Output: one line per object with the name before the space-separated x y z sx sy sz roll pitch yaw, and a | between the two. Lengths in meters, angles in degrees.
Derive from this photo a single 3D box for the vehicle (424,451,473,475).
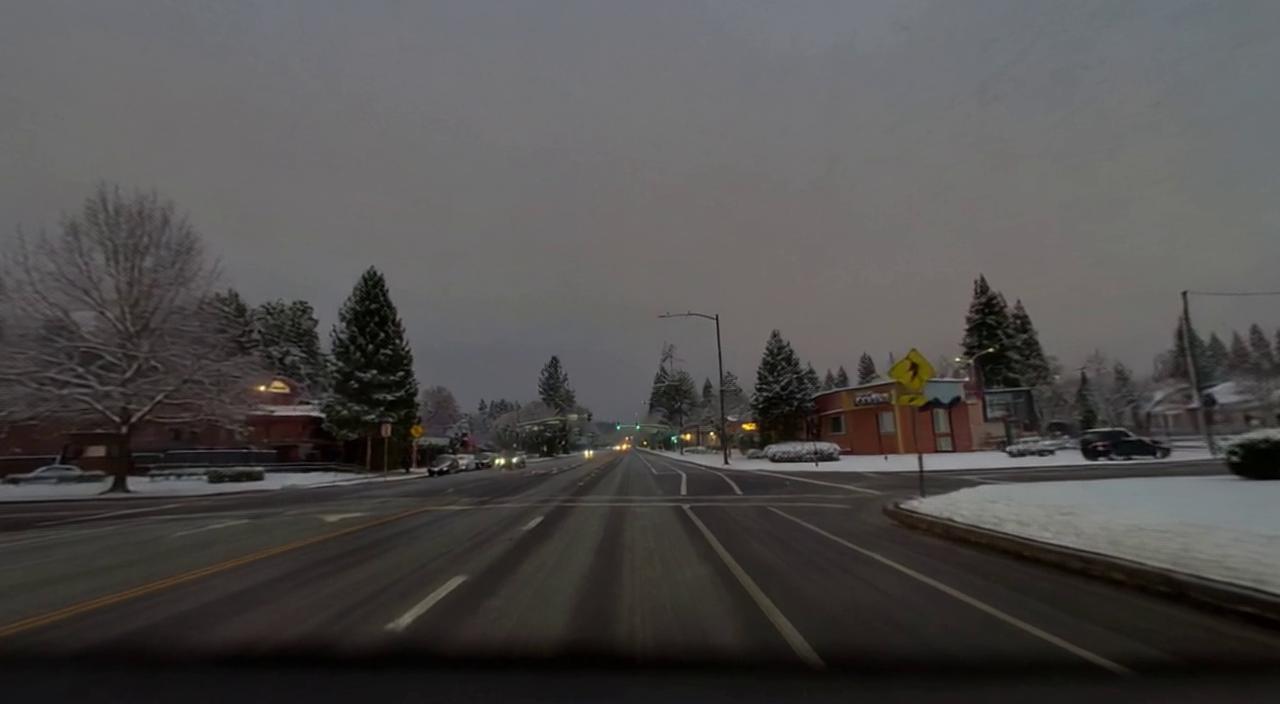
vehicle | -14.604 8.532 48.484 2.085 1.685 4.523 -1 -10 3
